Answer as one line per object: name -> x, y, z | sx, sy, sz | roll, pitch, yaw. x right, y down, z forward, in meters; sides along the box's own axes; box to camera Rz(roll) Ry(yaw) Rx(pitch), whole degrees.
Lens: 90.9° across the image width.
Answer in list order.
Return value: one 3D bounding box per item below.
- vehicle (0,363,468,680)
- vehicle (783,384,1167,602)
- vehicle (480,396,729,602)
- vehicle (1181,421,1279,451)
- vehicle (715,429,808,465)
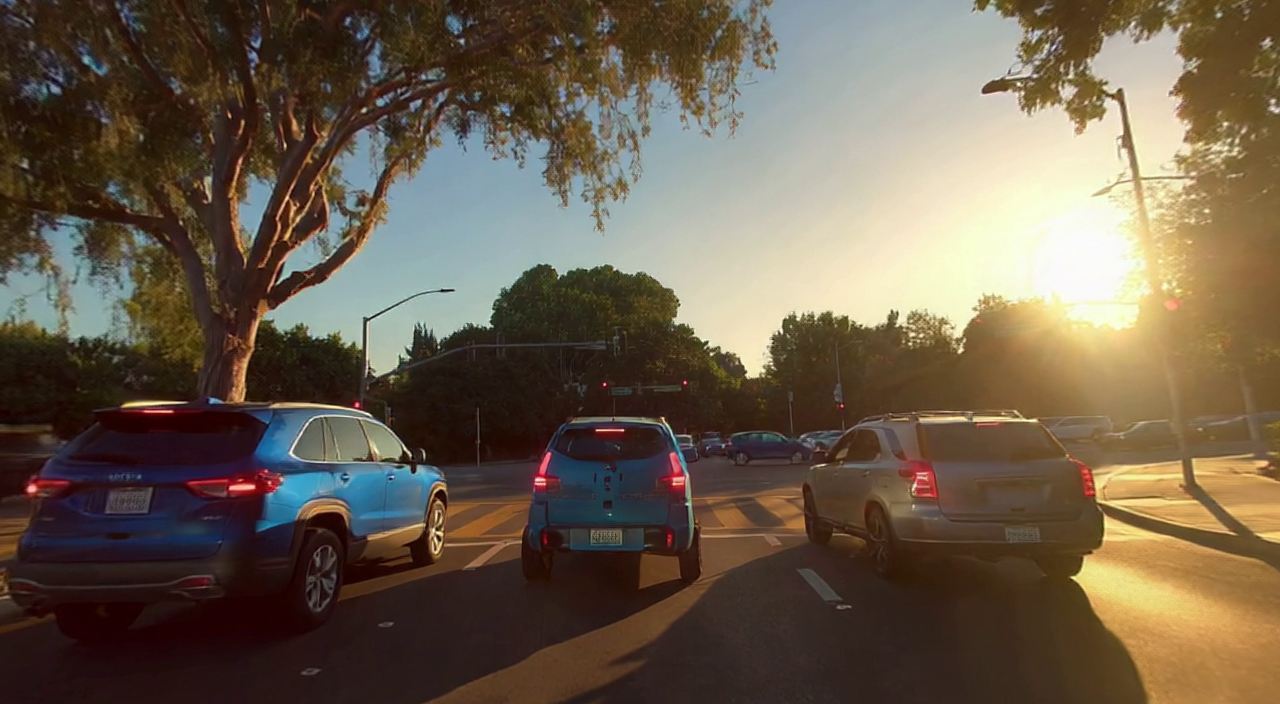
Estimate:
vehicle -> -3.281, 1.285, 5.893 | 2.047, 1.810, 4.414 | 0, -8, 1
vehicle -> 3.266, 1.488, 7.507 | 2.083, 1.779, 4.532 | 0, -8, 0
vehicle -> -0.240, 1.514, 7.314 | 2.067, 1.702, 3.987 | 0, -8, 2
vehicle -> 32.774, 4.656, 34.777 | 4.175, 1.634, 1.877 | 1, -8, -4
vehicle -> 6.656, 5.223, 34.737 | 4.535, 1.872, 1.975 | -6, -10, 34
